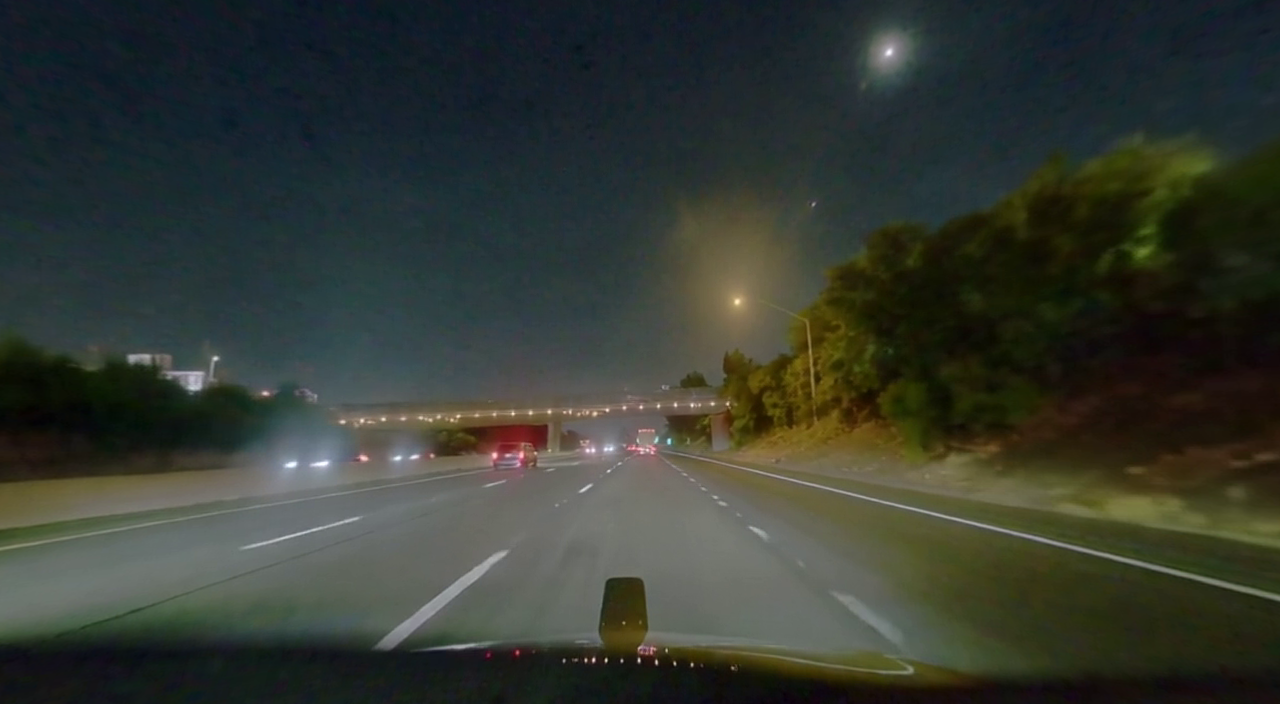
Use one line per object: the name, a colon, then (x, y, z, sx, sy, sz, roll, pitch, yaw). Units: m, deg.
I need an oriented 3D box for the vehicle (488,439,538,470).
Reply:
vehicle: (-7.261, 5.880, 36.474, 1.981, 1.685, 4.171, 0, -8, 1)

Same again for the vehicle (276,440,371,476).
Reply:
vehicle: (-16.657, 5.569, 33.567, 2.127, 1.727, 5.447, 0, -8, 1)
